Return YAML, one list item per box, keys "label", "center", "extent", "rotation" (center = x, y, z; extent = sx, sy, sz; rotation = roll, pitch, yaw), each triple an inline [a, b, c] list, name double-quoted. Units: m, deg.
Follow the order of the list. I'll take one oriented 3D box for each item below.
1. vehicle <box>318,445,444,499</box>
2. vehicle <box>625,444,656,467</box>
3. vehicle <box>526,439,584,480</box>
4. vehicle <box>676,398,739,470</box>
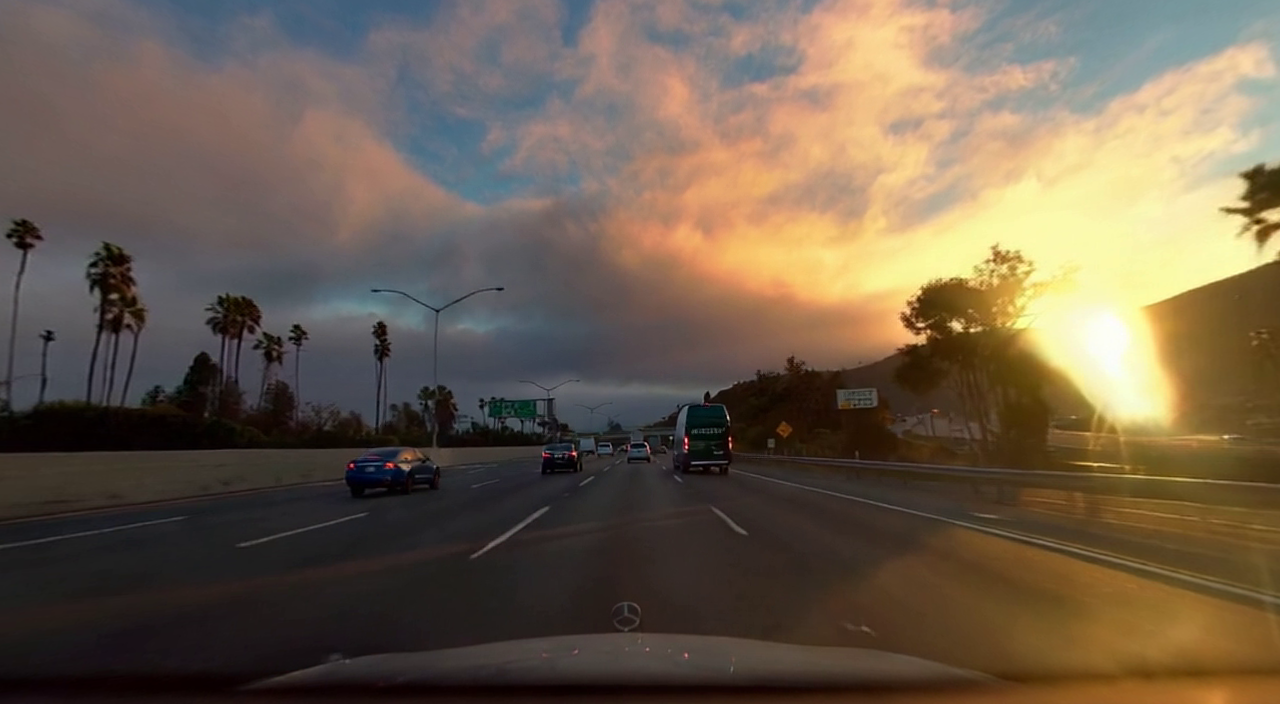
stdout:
- label: "vehicle"
  center: [-7.909, 3.685, 19.758]
  extent: [2.050, 1.487, 4.372]
  rotation: [0, -9, 0]
- label: "vehicle"
  center: [0.023, 7.120, 43.423]
  extent: [2.085, 1.507, 4.096]
  rotation: [0, -9, 0]
- label: "vehicle"
  center: [-3.737, 4.800, 28.424]
  extent: [2.017, 1.683, 4.094]
  rotation: [0, -9, 1]
- label: "vehicle"
  center: [3.975, 5.164, 39.155]
  extent: [3.086, 3.984, 8.371]
  rotation: [0, -9, 1]
